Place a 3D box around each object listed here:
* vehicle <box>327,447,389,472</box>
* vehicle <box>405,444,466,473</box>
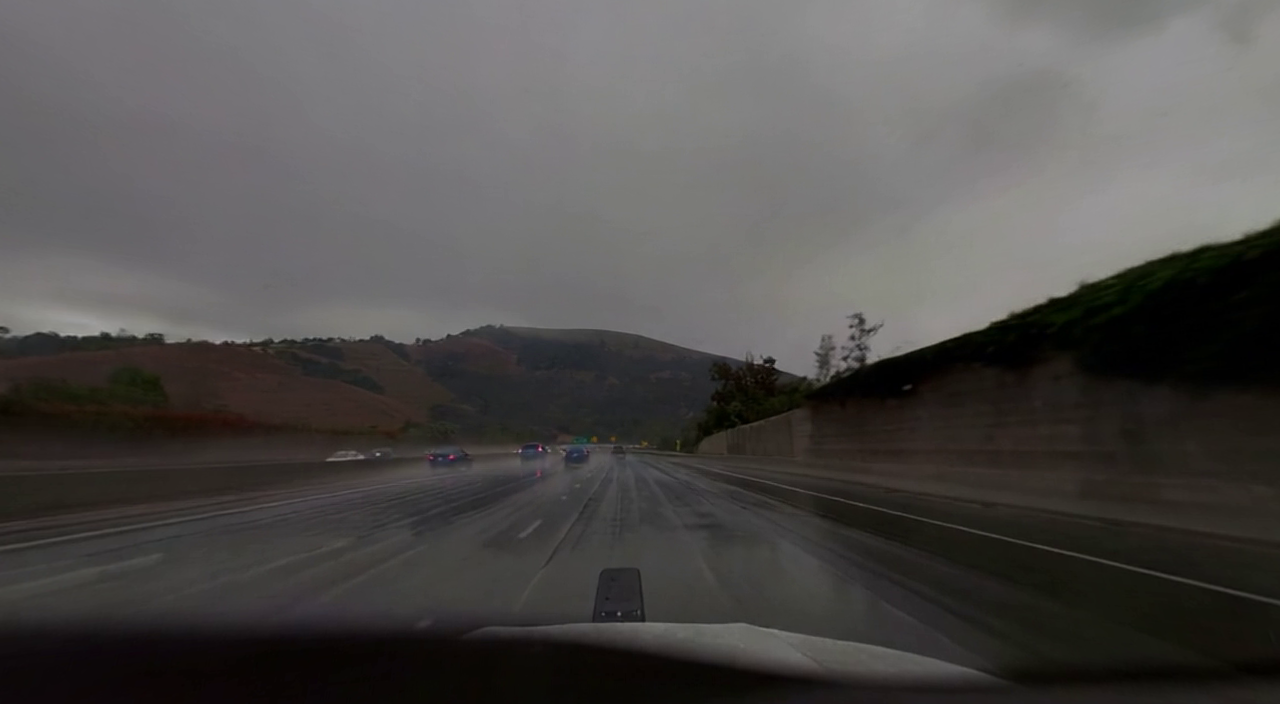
[{"bbox_3d":[-17.081,6.515,38.499,1.927,1.396,4.150,0,-9,-1],"label":"vehicle"},{"bbox_3d":[-11.259,5.893,35.147,1.949,1.475,4.740,0,-9,-2],"label":"vehicle"}]
